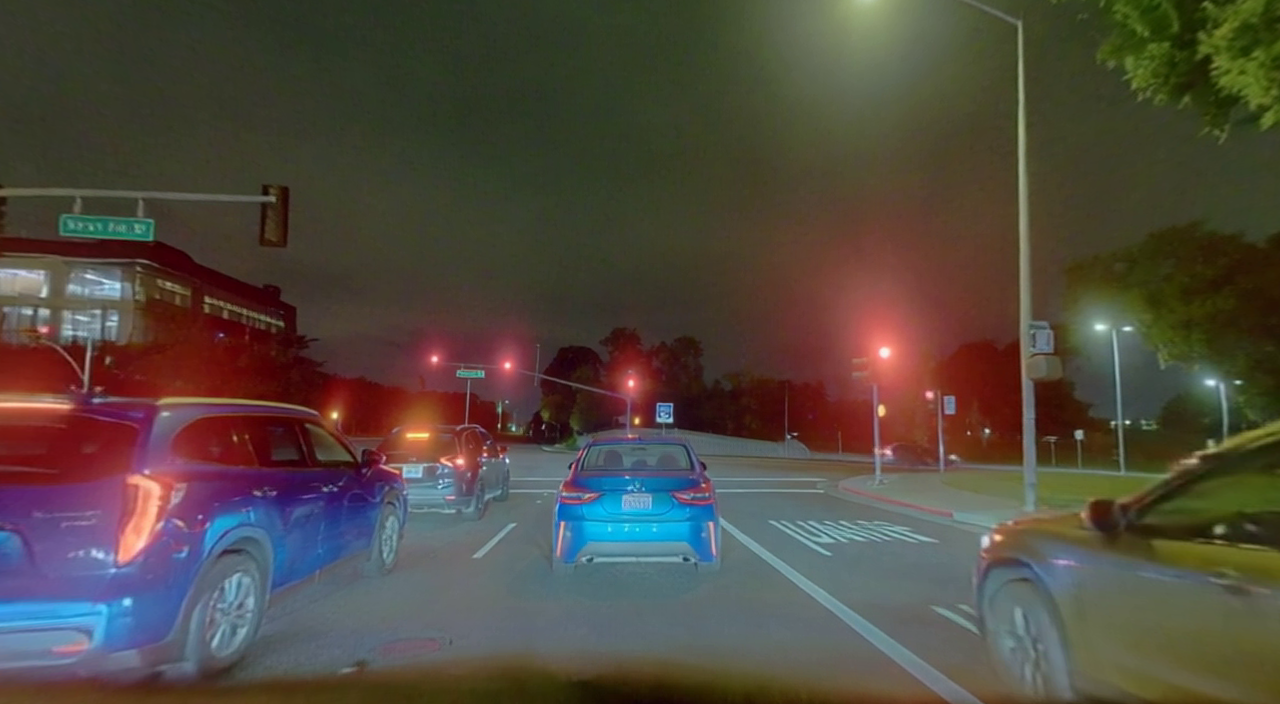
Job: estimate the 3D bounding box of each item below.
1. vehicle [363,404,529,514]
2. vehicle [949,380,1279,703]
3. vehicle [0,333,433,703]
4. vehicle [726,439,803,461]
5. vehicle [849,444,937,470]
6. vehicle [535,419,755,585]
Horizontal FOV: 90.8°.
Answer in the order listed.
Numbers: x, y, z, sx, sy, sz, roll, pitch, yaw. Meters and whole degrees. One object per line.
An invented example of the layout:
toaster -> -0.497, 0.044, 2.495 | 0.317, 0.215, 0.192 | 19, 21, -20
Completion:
vehicle -> -4.028, 2.359, 14.366 | 2.305, 1.984, 5.586 | 0, -8, -3
vehicle -> 3.290, 0.840, 2.029 | 2.100, 1.524, 4.746 | 0, -8, -1
vehicle -> -3.204, 1.096, 4.820 | 1.924, 1.737, 4.387 | 0, -8, -3
vehicle -> 8.706, 6.857, 44.320 | 4.971, 1.482, 1.900 | 2, -9, -14
vehicle -> 15.394, 6.382, 38.521 | 4.609, 1.513, 1.861 | 1, -9, -8
vehicle -> -0.079, 1.691, 8.035 | 2.001, 1.483, 4.442 | 0, -8, -3
